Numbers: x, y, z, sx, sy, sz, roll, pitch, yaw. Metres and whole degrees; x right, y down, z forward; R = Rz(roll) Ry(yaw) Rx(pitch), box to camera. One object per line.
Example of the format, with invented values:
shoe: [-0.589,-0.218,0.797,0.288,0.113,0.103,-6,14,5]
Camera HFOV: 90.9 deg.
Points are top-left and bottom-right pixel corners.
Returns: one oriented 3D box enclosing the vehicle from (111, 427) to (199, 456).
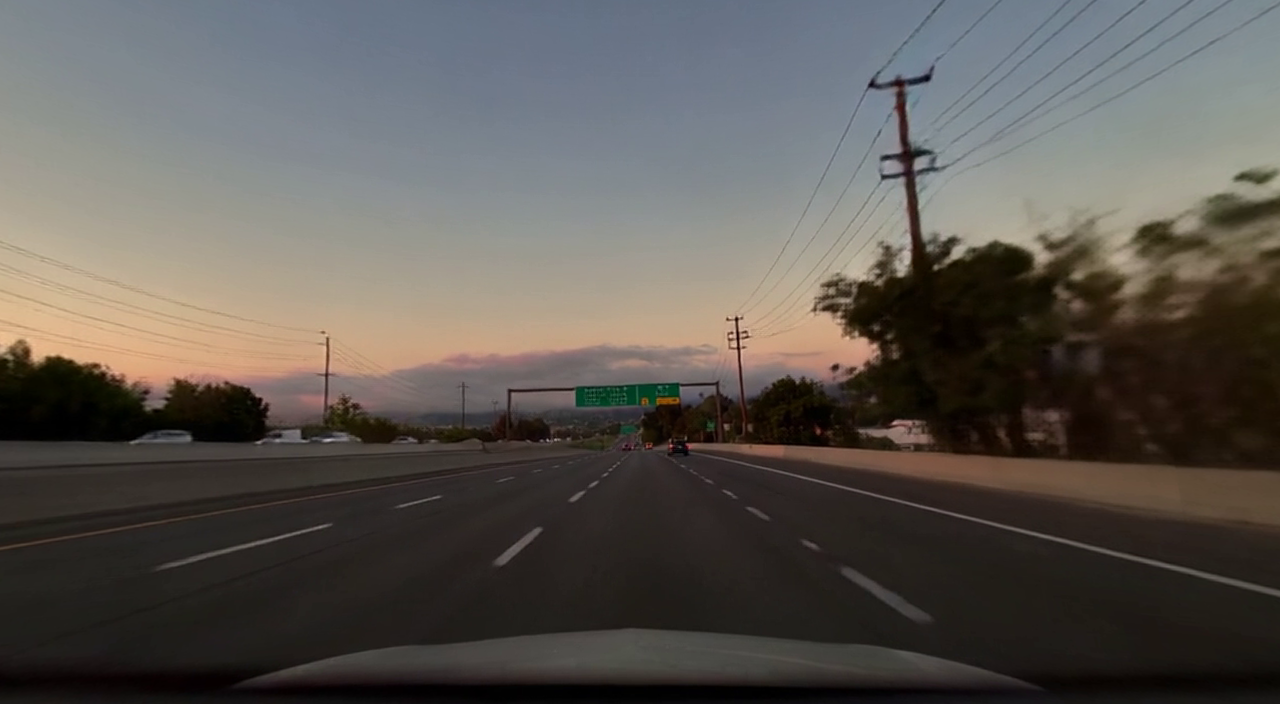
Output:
vehicle: [-30.041,5.574,39.267,2.029,1.709,4.289,0,-8,0]

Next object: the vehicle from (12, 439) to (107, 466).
vehicle: [-33.853,5.863,36.923,1.733,1.474,4.026,0,-8,0]
